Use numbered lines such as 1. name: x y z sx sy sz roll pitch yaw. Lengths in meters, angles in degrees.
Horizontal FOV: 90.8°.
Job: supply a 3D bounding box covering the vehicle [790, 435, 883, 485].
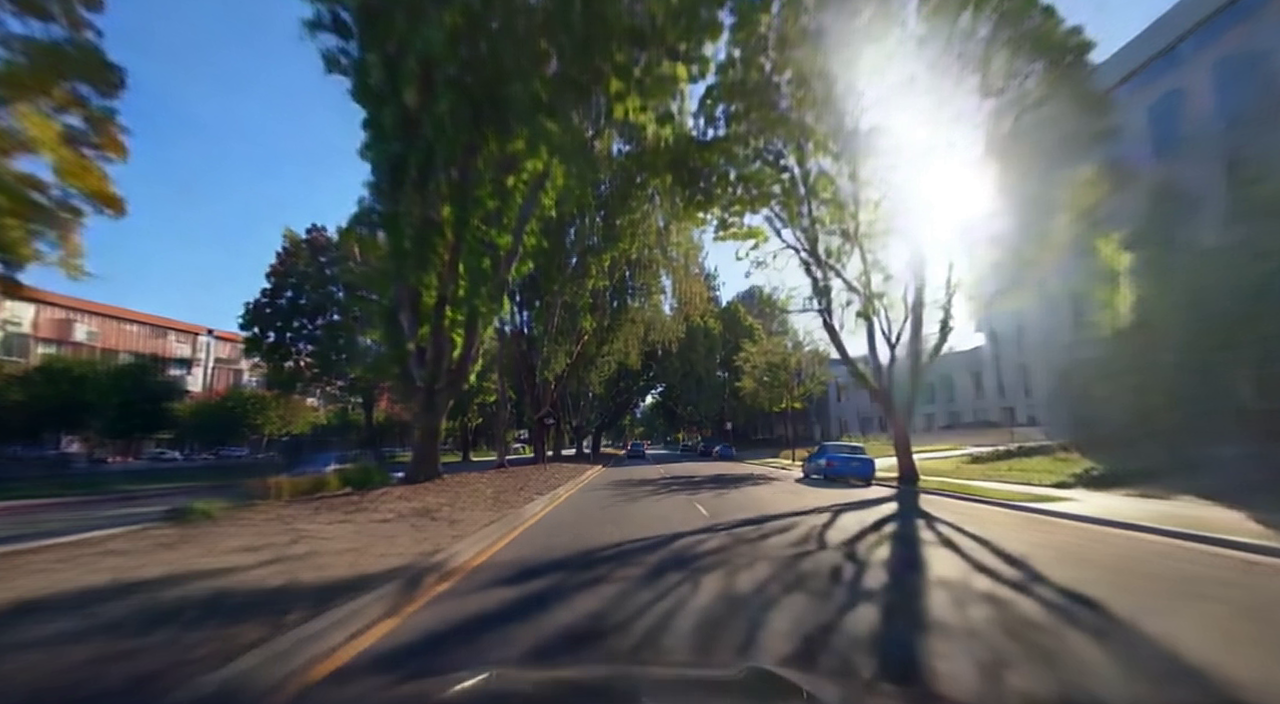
1. vehicle: 7.846 4.369 25.826 2.167 1.848 4.713 0 -8 -1
